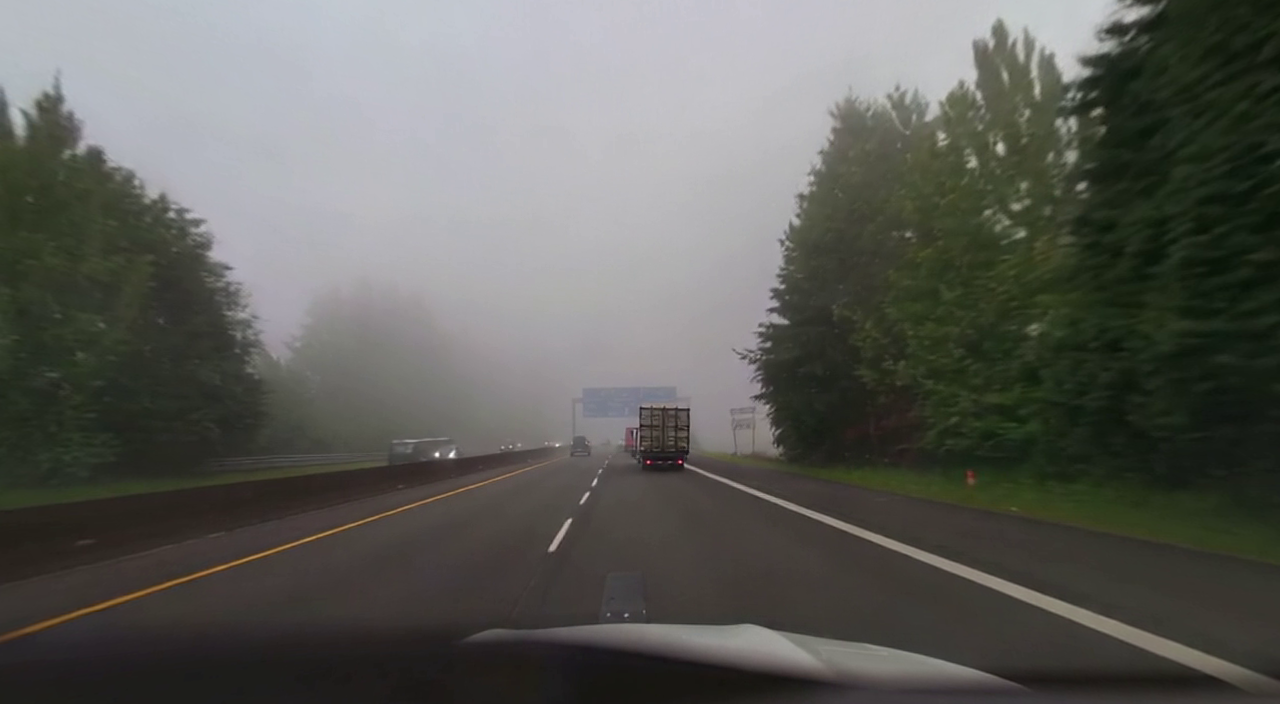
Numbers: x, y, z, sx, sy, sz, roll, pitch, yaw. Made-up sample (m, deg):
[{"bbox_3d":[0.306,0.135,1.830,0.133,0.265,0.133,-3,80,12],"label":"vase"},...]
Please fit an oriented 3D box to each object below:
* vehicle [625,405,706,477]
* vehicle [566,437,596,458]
[{"bbox_3d":[0.799,3.510,24.894,2.677,2.439,6.402,0,-8,-3],"label":"vehicle"},{"bbox_3d":[-4.518,7.378,48.622,2.114,1.504,3.924,0,-8,-2],"label":"vehicle"}]
